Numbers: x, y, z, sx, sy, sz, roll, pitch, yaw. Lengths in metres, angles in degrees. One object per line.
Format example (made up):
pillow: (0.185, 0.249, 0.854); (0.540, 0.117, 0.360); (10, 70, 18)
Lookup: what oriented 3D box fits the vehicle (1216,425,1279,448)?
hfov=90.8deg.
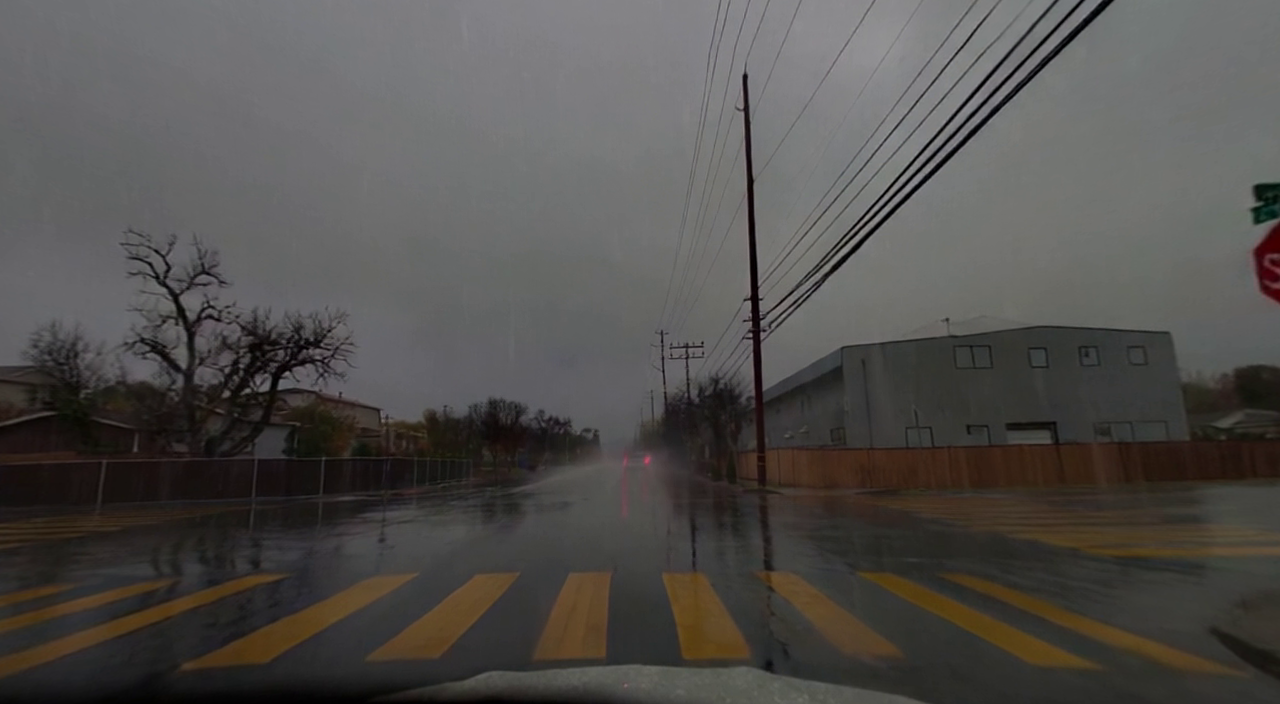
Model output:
vehicle: (44.609, 6.017, 45.007); (2.251, 1.596, 5.193); (0, -8, 0)
